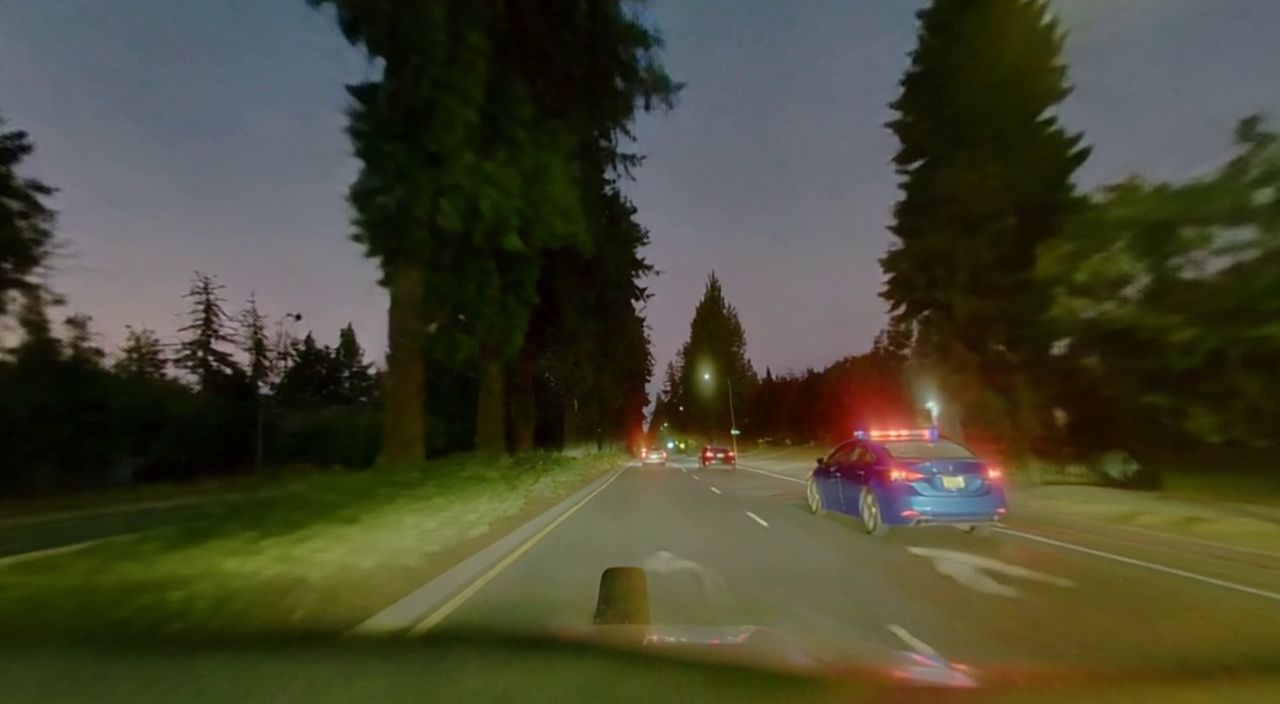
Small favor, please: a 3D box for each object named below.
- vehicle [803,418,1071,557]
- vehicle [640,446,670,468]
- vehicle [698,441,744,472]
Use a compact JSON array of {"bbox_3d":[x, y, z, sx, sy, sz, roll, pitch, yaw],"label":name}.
[{"bbox_3d":[4.079,1.919,9.629,2.052,1.639,4.123,0,-8,0],"label":"vehicle"},{"bbox_3d":[1.043,7.420,44.933,2.026,1.466,4.282,0,-8,0],"label":"vehicle"},{"bbox_3d":[4.561,5.951,36.211,2.110,1.666,3.912,0,-8,0],"label":"vehicle"}]
